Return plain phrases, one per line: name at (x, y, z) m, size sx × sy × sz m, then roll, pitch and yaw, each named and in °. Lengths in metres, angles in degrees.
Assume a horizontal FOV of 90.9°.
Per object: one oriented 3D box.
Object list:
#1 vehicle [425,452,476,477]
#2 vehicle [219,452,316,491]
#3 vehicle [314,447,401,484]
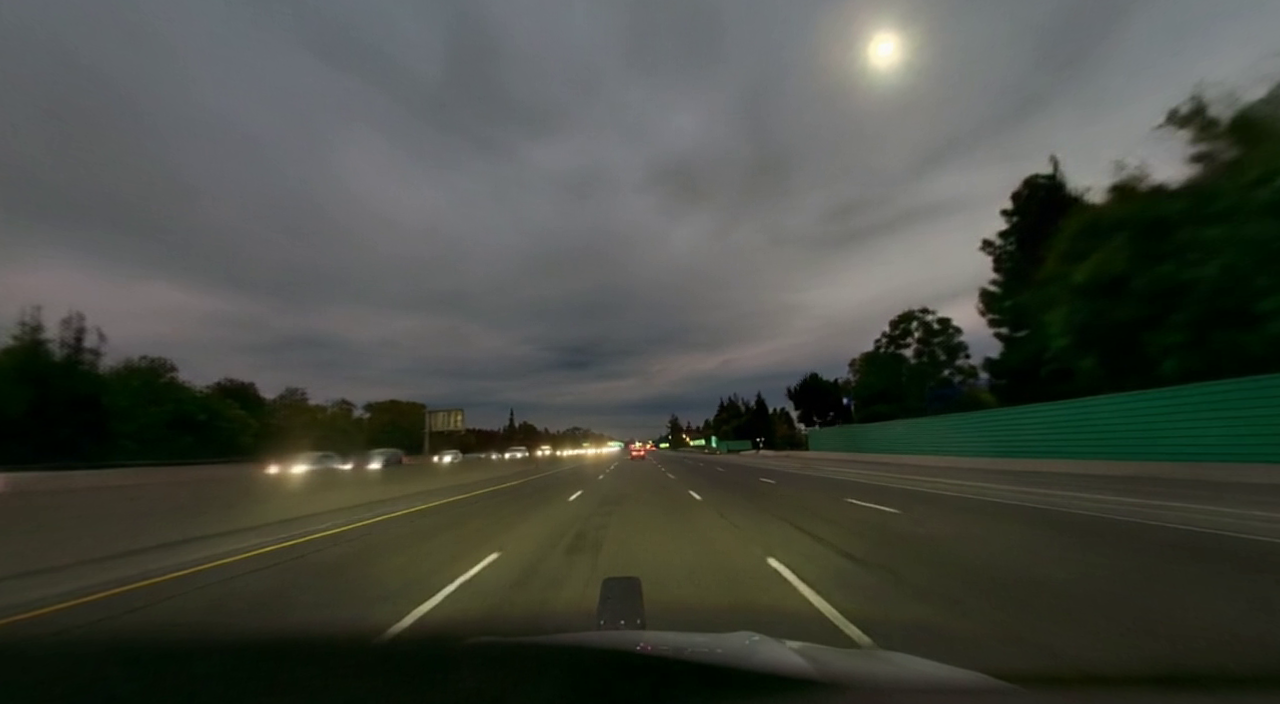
vehicle at (-11.569, 6.851, 38.743) m, size 1.879 × 1.413 × 4.147 m, roll 0°, pitch -9°, yaw 0°
vehicle at (-16.132, 5.178, 27.533) m, size 1.812 × 1.528 × 3.947 m, roll 0°, pitch -9°, yaw 0°
vehicle at (-11.952, 4.804, 26.959) m, size 1.852 × 1.455 × 4.006 m, roll 0°, pitch -9°, yaw 0°
